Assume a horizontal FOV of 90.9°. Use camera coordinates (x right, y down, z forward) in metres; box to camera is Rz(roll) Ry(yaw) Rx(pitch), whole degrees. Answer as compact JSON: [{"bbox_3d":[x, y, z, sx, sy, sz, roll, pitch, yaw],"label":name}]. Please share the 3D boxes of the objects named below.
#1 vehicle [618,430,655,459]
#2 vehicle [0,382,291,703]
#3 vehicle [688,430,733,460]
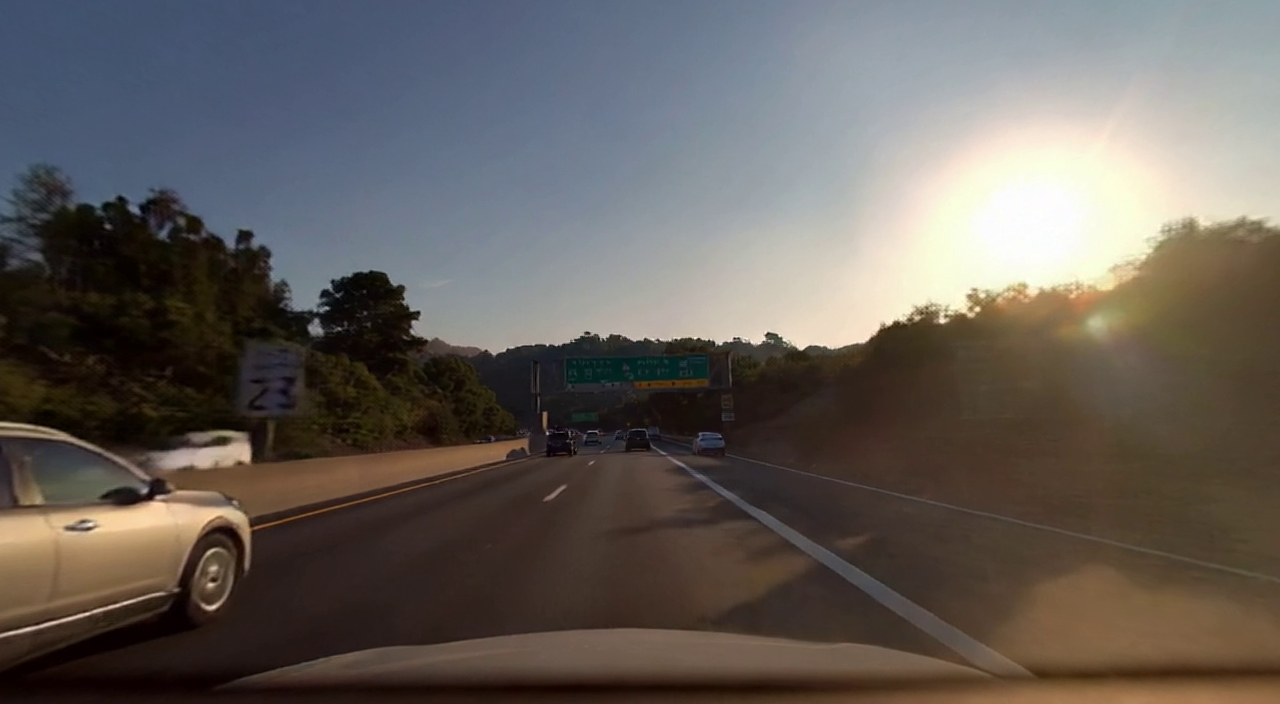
[{"bbox_3d":[-0.220,4.936,33.855,1.869,1.466,3.356,0,-7,-1],"label":"vehicle"},{"bbox_3d":[-3.827,0.885,2.681,2.023,1.512,4.804,0,-7,-1],"label":"vehicle"},{"bbox_3d":[3.711,4.952,33.837,1.841,1.491,3.869,0,-7,-2],"label":"vehicle"}]
